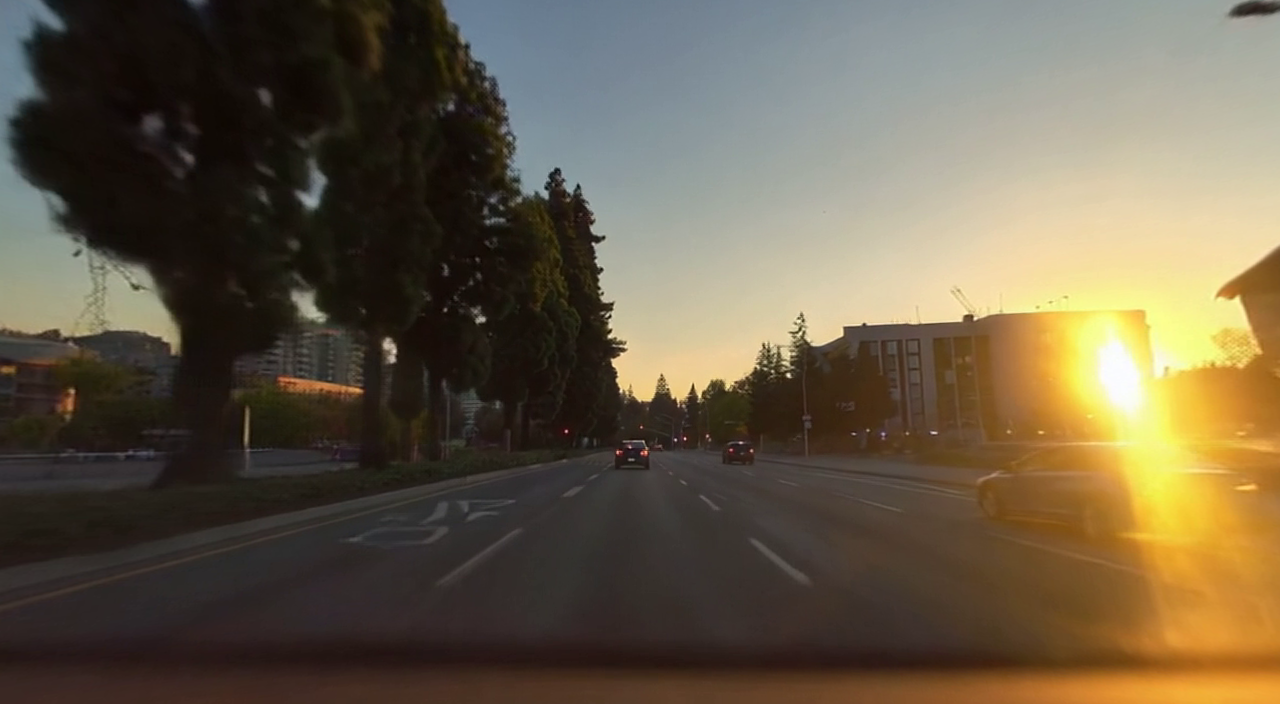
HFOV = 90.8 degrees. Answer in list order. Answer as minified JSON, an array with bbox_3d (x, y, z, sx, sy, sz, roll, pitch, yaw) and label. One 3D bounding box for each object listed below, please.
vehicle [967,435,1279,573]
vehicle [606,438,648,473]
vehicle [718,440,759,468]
[{"bbox_3d":[6.966,1.970,9.062,2.139,1.471,4.393,0,-8,0],"label":"vehicle"},{"bbox_3d":[-0.648,5.650,34.618,2.193,1.794,4.457,0,-8,0],"label":"vehicle"},{"bbox_3d":[6.771,7.058,43.843,2.026,1.804,4.565,0,-8,-1],"label":"vehicle"}]
